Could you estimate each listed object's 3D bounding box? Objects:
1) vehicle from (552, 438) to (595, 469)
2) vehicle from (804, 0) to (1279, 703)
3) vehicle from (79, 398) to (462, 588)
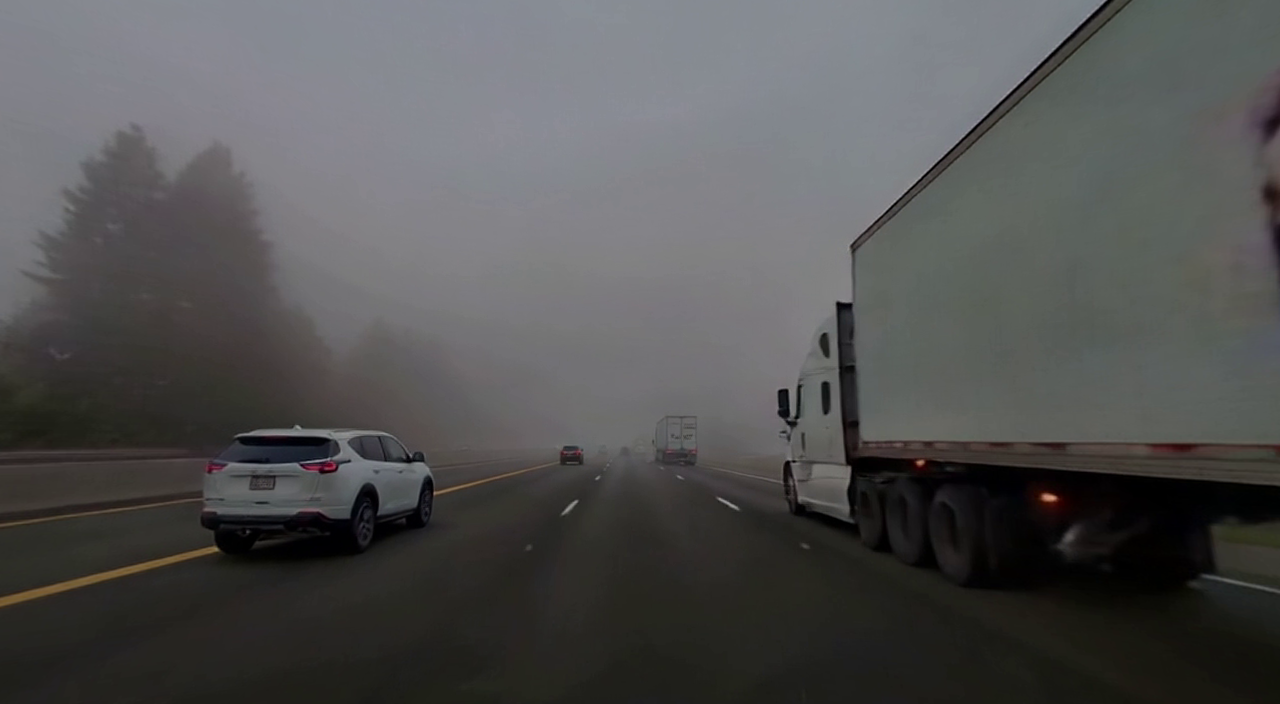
[{"bbox_3d":[-3.961,6.144,38.201,2.139,1.716,4.530,0,-9,-1],"label":"vehicle"},{"bbox_3d":[4.286,-0.284,3.114,2.933,4.016,13.949,0,-9,-1],"label":"vehicle"},{"bbox_3d":[-4.124,1.668,8.256,2.202,1.760,4.617,0,-9,0],"label":"vehicle"}]
